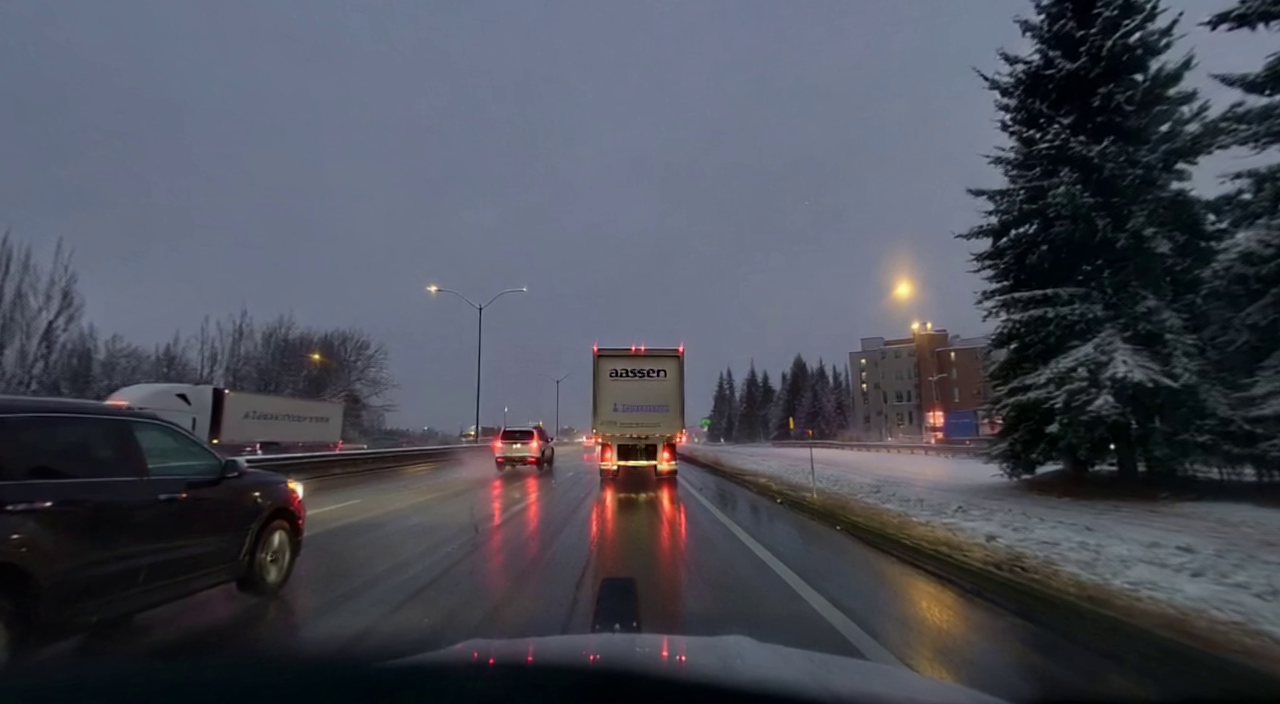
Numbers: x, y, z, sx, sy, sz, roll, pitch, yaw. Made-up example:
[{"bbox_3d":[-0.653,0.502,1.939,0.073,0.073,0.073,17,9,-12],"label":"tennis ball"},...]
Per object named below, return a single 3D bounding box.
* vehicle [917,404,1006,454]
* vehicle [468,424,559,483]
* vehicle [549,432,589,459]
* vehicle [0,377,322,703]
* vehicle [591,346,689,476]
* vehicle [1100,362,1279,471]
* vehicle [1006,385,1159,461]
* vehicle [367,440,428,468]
[{"bbox_3d":[18.965,4.600,37.489,2.432,2.753,5.388,0,-8,1],"label":"vehicle"},{"bbox_3d":[-3.707,3.043,19.186,1.946,1.599,4.073,0,-8,0],"label":"vehicle"},{"bbox_3d":[-4.184,5.603,37.702,1.921,1.524,3.912,0,-8,0],"label":"vehicle"},{"bbox_3d":[-3.665,0.925,3.033,1.964,1.507,4.361,0,-8,0],"label":"vehicle"},{"bbox_3d":[-0.052,2.641,26.005,3.171,4.204,11.036,0,-8,-1],"label":"vehicle"},{"bbox_3d":[19.128,2.247,21.124,2.595,3.137,6.079,0,-8,0],"label":"vehicle"},{"bbox_3d":[19.378,3.219,28.062,2.443,3.006,5.844,0,-8,0],"label":"vehicle"},{"bbox_3d":[-15.390,6.453,40.189,1.948,1.625,4.708,0,-8,0],"label":"vehicle"}]
